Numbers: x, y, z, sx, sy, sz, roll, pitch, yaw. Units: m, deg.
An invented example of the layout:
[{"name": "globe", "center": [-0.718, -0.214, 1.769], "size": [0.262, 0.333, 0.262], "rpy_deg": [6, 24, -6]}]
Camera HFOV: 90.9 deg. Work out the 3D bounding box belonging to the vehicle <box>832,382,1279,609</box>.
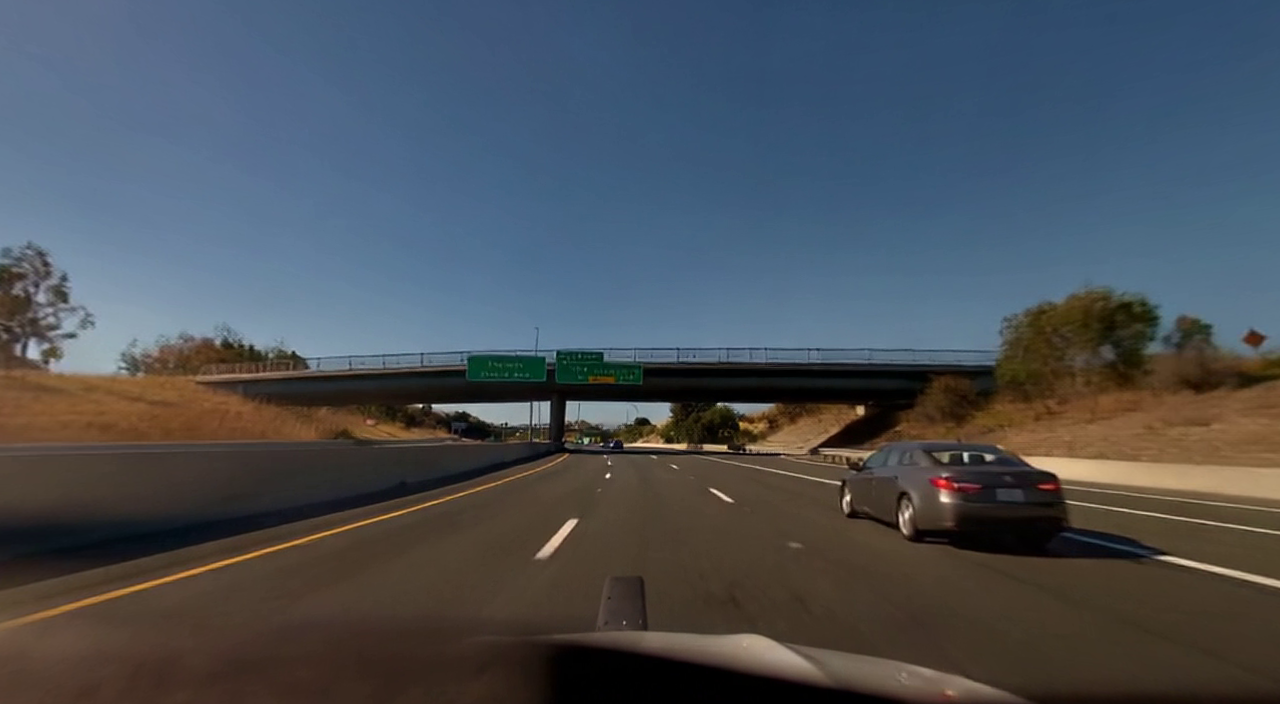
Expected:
[{"name": "vehicle", "center": [3.979, 1.434, 7.228], "size": [2.039, 1.701, 4.834], "rpy_deg": [0, -8, 0]}]
